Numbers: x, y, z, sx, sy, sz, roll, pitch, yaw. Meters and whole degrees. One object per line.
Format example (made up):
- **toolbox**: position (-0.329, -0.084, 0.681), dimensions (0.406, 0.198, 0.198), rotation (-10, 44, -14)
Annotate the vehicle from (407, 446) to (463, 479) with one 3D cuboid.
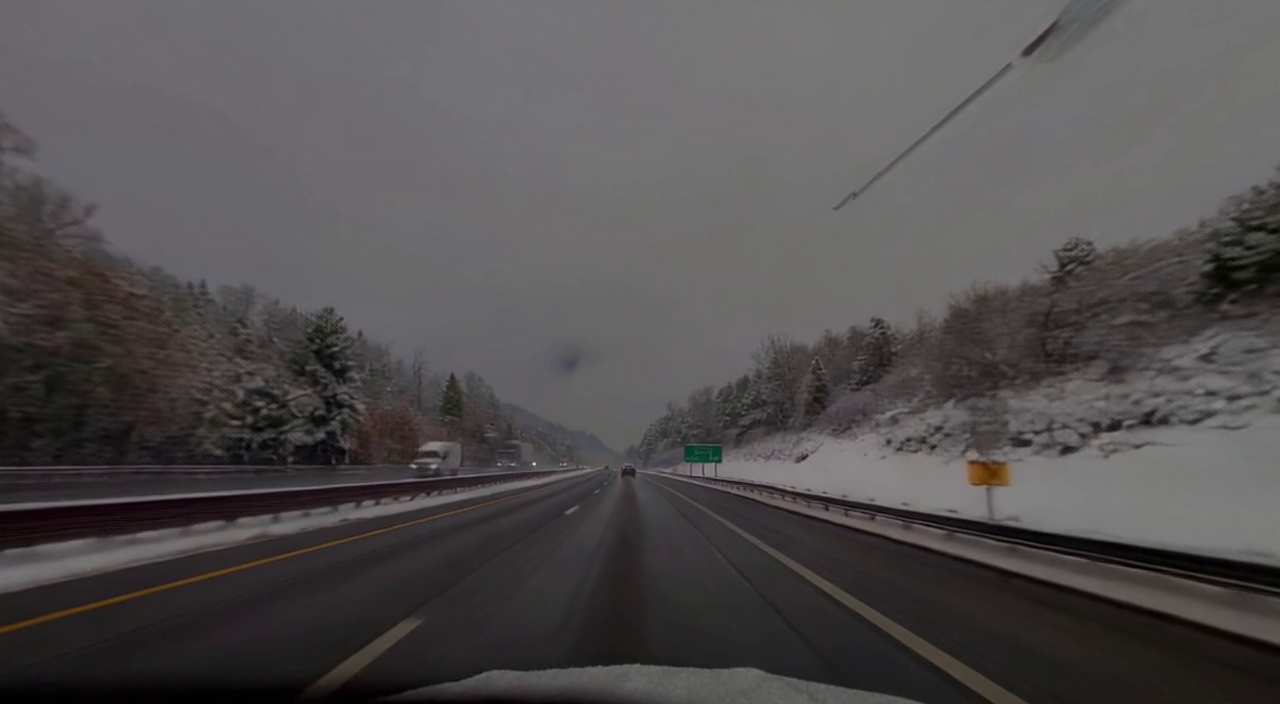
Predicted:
- **vehicle**: position (-15.167, 8.289, 47.045), dimensions (2.198, 2.227, 5.741), rotation (1, -10, 0)
